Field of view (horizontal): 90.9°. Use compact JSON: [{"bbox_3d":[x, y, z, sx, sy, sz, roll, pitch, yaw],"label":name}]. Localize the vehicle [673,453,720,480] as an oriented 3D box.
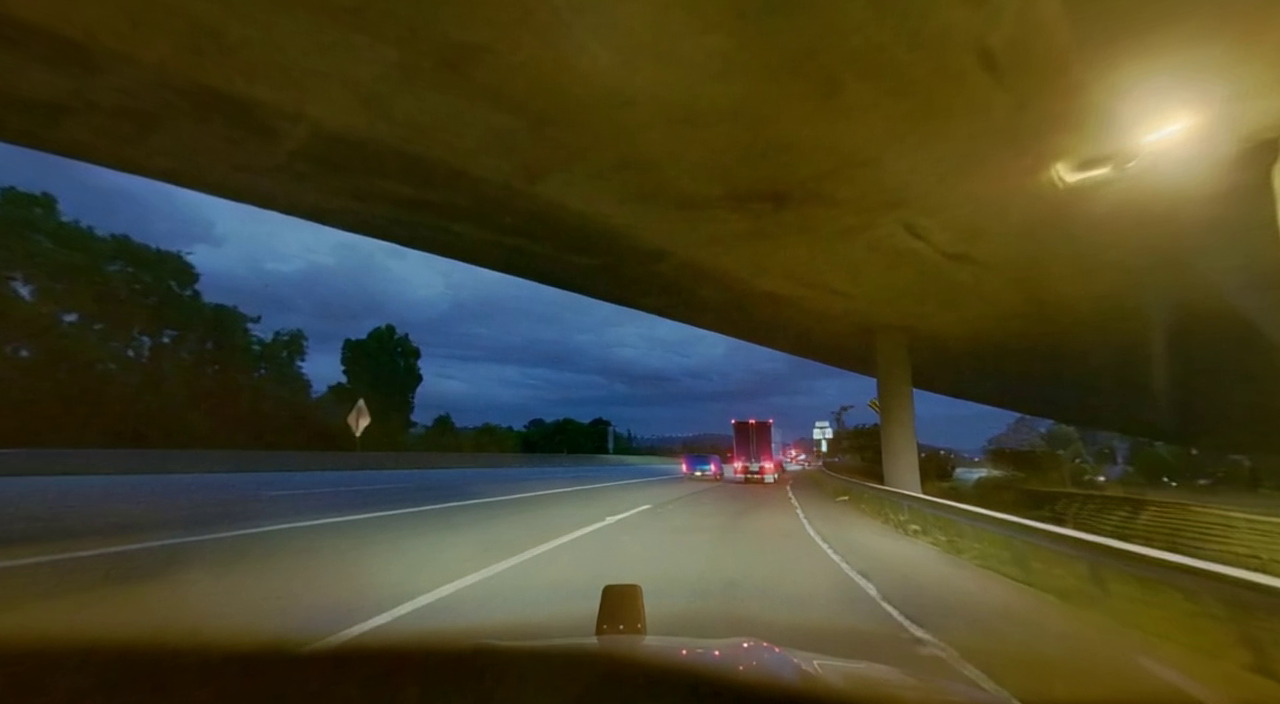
[{"bbox_3d":[3.304,6.516,36.144,1.940,1.444,4.024,-3,-9,16],"label":"vehicle"}]
